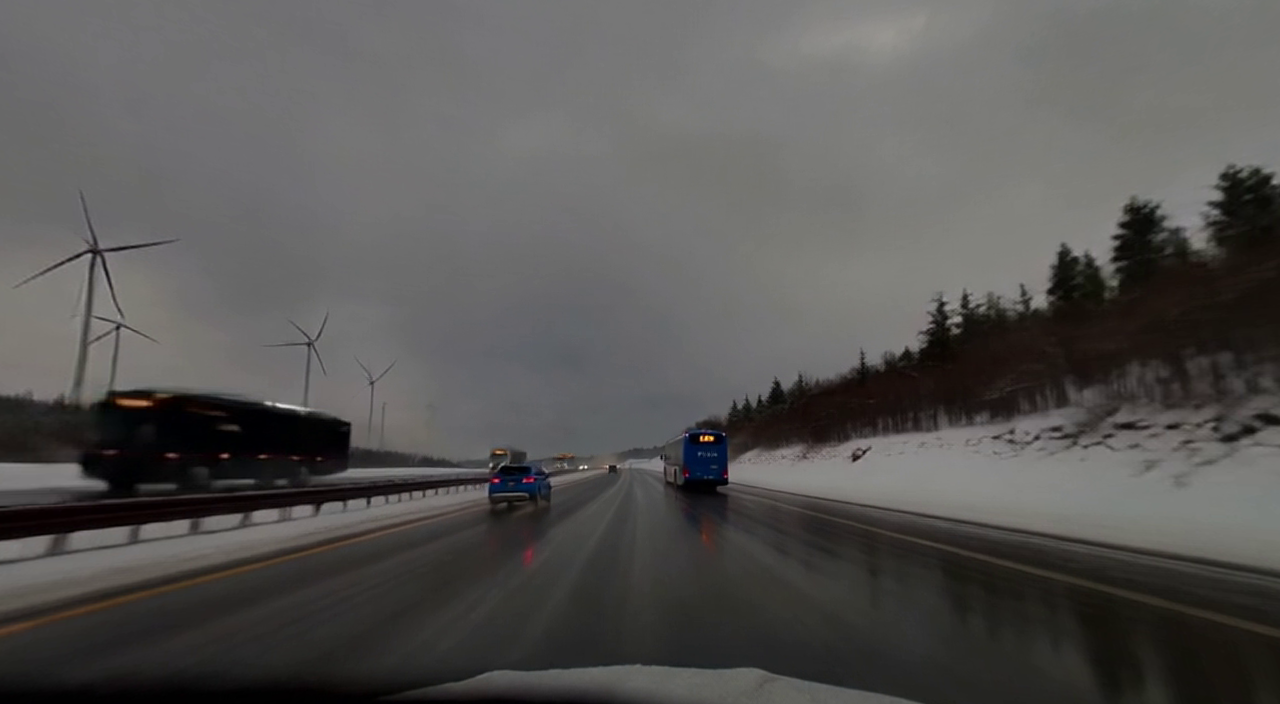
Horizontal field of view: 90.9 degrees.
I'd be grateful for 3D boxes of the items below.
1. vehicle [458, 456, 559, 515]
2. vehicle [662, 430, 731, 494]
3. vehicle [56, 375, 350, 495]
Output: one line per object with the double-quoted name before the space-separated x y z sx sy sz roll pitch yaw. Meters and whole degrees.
"vehicle" -3.899 4.088 19.530 2.213 1.568 4.274 1 -10 0
"vehicle" 3.478 7.618 43.150 2.941 3.574 14.463 1 -10 -2
"vehicle" -19.172 4.402 30.427 2.910 4.247 16.020 1 -10 -1
